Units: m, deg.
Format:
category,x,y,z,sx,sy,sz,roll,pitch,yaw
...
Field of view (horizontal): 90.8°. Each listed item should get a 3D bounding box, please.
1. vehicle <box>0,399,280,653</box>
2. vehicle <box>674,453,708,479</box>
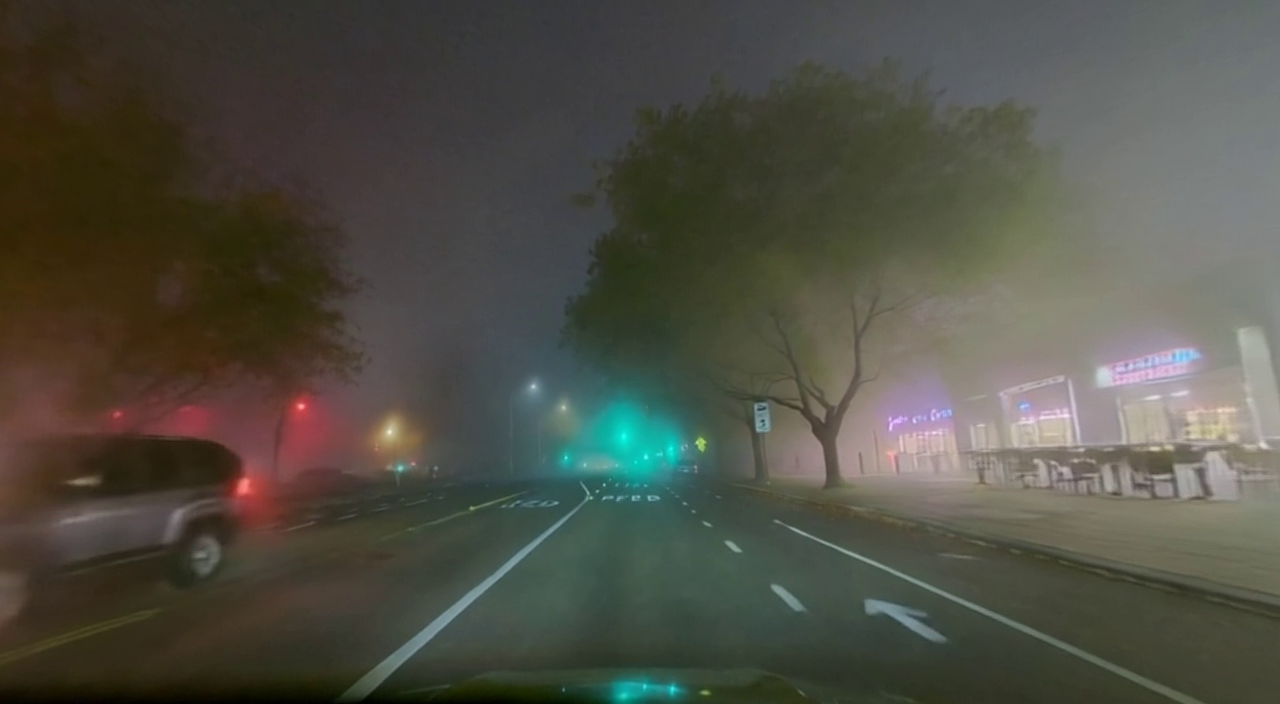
category,x,y,z,sx,sy,sz,roll,pitch,yaw
vehicle,-6.255,1.541,6.134,2.545,1.943,5.168,0,-9,-2
vehicle,3.642,8.222,45.738,1.957,1.753,4.413,0,-9,-2
